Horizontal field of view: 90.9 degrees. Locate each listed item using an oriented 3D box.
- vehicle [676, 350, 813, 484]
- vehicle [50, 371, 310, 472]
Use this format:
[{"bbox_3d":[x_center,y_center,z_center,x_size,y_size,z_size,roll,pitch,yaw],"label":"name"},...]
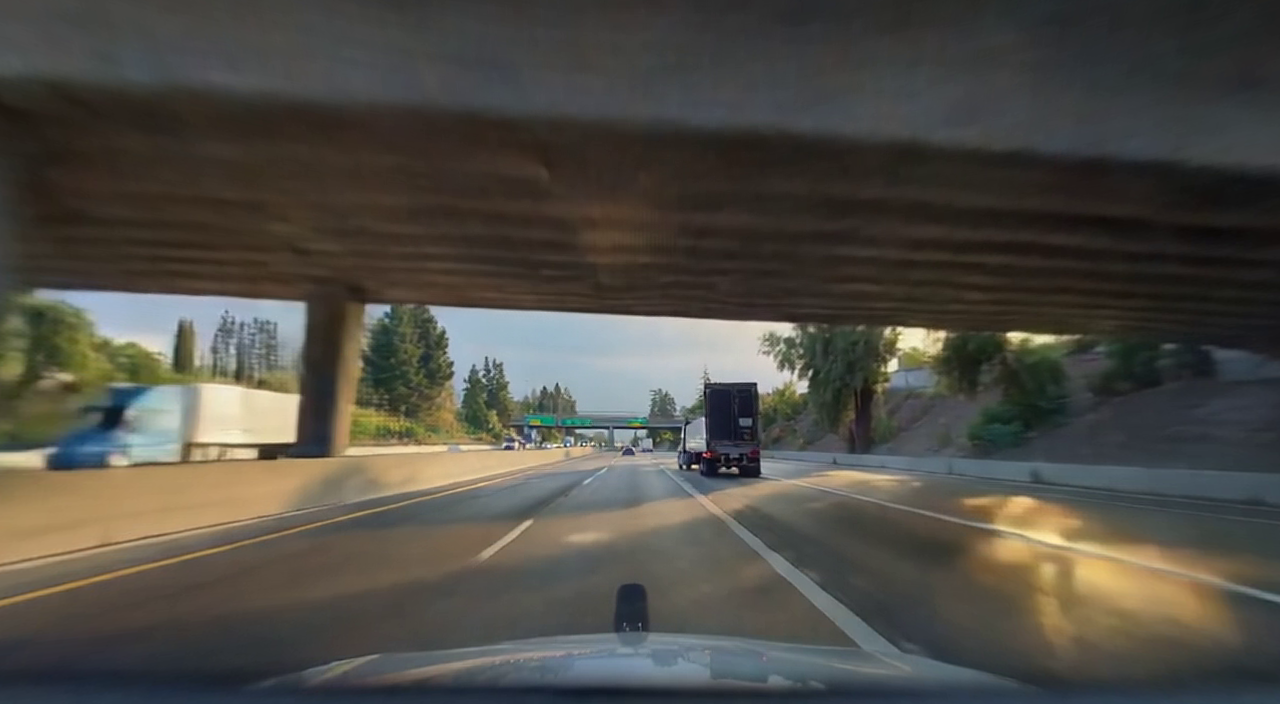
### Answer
[{"bbox_3d":[3.691,3.091,27.036,3.323,4.262,14.056,0,-9,-1],"label":"vehicle"},{"bbox_3d":[-20.184,3.455,29.404,2.941,3.718,12.197,0,-9,0],"label":"vehicle"}]
